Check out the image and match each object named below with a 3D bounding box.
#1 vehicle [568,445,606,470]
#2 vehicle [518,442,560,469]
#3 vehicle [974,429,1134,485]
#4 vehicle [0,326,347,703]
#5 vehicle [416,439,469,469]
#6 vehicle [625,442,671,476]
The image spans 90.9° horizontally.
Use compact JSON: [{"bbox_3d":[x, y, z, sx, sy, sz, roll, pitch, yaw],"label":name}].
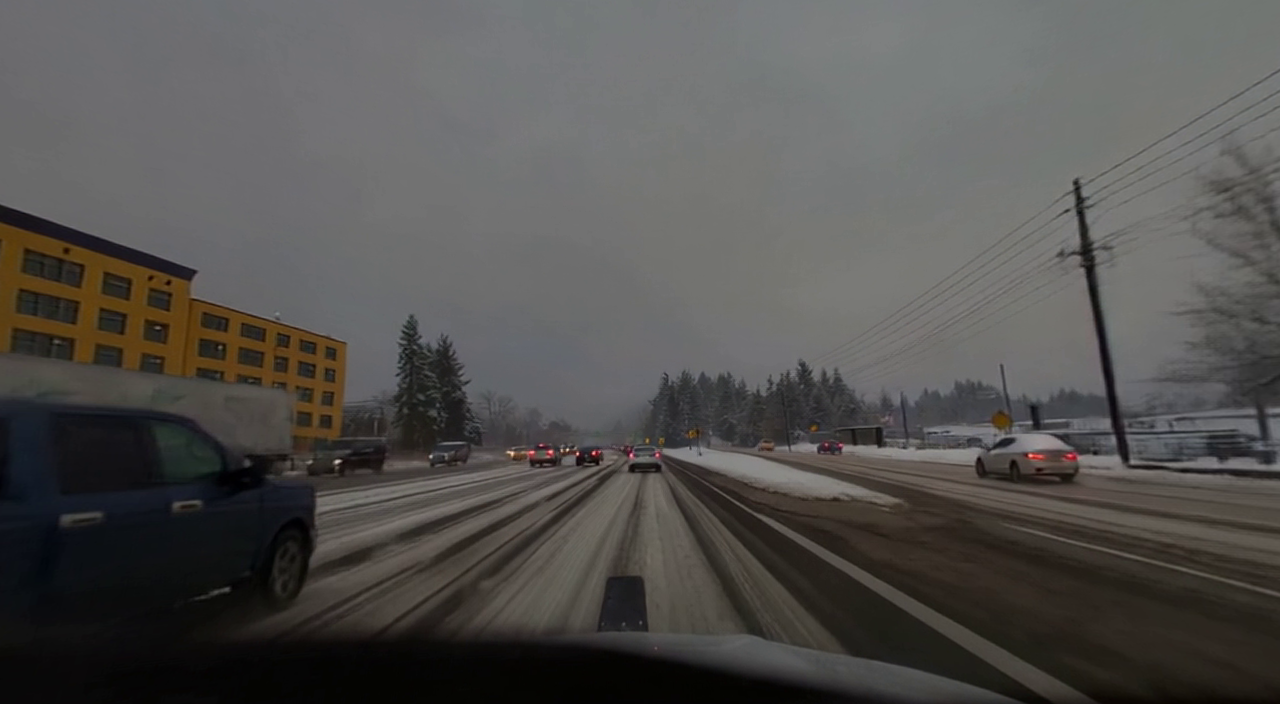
[{"bbox_3d":[-3.451,6.893,41.647,2.059,1.508,4.662,-1,-8,0],"label":"vehicle"},{"bbox_3d":[-7.131,7.307,44.842,2.106,1.827,4.814,-1,-8,1],"label":"vehicle"},{"bbox_3d":[12.320,3.154,19.222,1.966,1.484,4.610,-1,-8,3],"label":"vehicle"},{"bbox_3d":[-3.885,0.919,3.262,2.250,1.872,5.038,-1,-8,1],"label":"vehicle"},{"bbox_3d":[-13.255,6.878,42.722,2.013,1.851,4.772,-1,-8,1],"label":"vehicle"},{"bbox_3d":[0.362,5.237,31.065,2.107,1.538,3.999,0,-8,0],"label":"vehicle"}]
